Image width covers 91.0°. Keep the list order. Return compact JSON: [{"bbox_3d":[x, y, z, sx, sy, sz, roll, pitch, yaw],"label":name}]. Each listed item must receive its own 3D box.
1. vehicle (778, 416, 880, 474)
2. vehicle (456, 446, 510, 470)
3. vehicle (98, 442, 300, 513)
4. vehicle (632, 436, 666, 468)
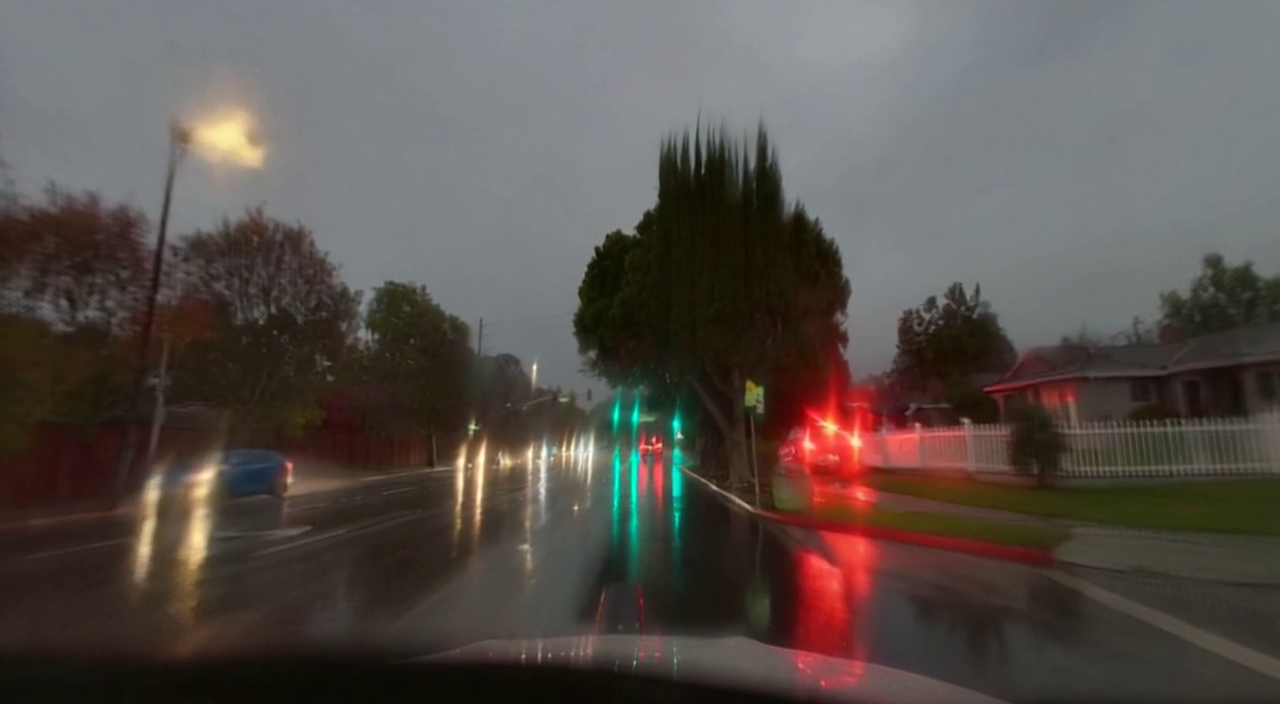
[{"bbox_3d":[8.214,4.164,28.276,2.531,2.263,6.802,0,-9,1],"label":"vehicle"},{"bbox_3d":[-10.777,7.335,43.645,2.176,1.528,4.750,-1,-9,5],"label":"vehicle"},{"bbox_3d":[-12.665,3.593,18.637,2.397,1.802,4.855,0,-9,1],"label":"vehicle"},{"bbox_3d":[0.580,6.441,40.809,2.059,1.908,4.714,0,-8,1],"label":"vehicle"}]
